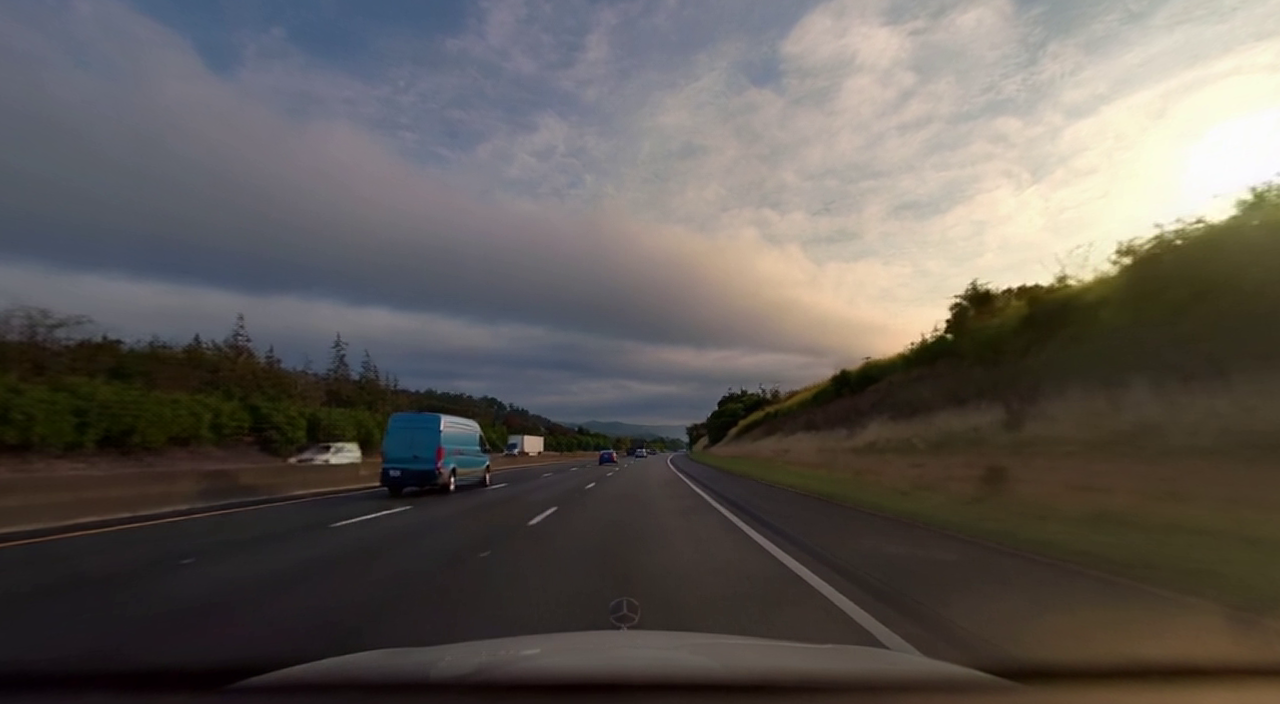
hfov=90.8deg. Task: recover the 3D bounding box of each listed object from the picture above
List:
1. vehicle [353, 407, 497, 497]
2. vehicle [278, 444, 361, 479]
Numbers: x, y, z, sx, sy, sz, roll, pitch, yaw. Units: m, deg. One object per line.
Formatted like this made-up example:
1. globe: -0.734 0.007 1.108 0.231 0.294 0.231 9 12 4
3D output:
1. vehicle: -6.714 3.269 20.745 2.449 2.471 6.130 -1 -9 1
2. vehicle: -17.867 6.104 35.451 2.028 1.805 4.789 -1 -9 2
